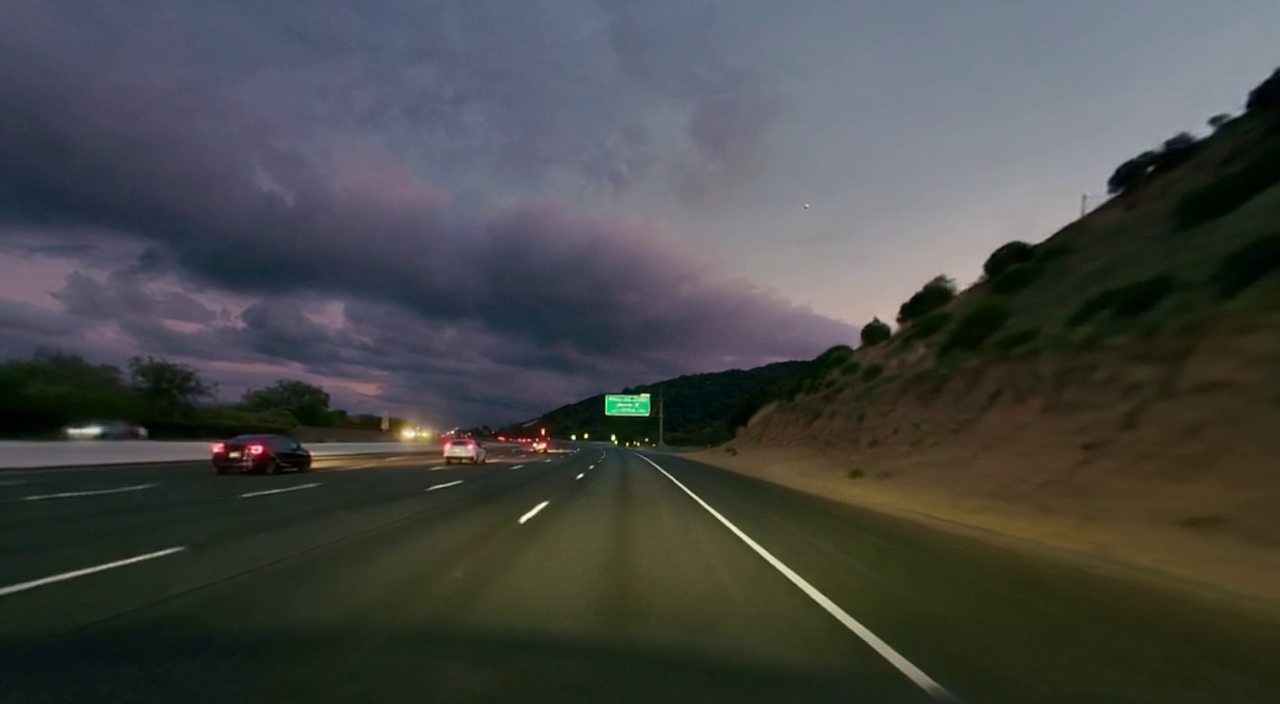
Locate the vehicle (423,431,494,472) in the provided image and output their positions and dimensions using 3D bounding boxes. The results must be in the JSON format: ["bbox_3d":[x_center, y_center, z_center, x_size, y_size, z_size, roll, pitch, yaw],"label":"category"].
[{"bbox_3d":[-8.353,4.636,29.547,2.104,1.715,4.319,1,-8,-1],"label":"vehicle"}]

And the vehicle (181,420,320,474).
[{"bbox_3d":[-15.646,3.876,25.864,2.240,1.953,5.452,1,-8,-1],"label":"vehicle"}]
